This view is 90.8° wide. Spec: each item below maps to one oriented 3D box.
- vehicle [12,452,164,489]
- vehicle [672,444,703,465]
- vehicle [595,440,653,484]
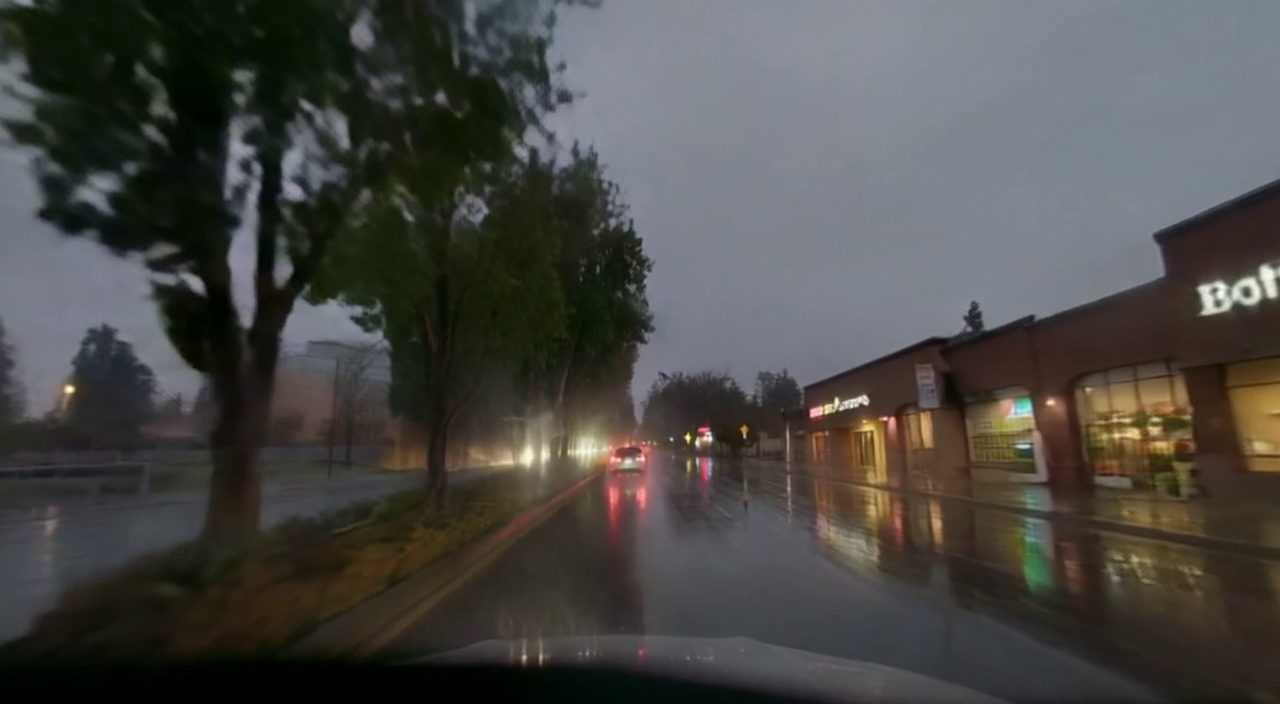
[{"bbox_3d":[-23.189,4.981,26.689,4.472,1.412,1.891,0,-9,-3],"label":"vehicle"},{"bbox_3d":[3.502,7.622,47.282,1.910,1.474,4.003,0,-9,-2],"label":"vehicle"},{"bbox_3d":[-0.585,4.084,23.677,2.006,1.487,3.535,0,-9,-1],"label":"vehicle"}]
